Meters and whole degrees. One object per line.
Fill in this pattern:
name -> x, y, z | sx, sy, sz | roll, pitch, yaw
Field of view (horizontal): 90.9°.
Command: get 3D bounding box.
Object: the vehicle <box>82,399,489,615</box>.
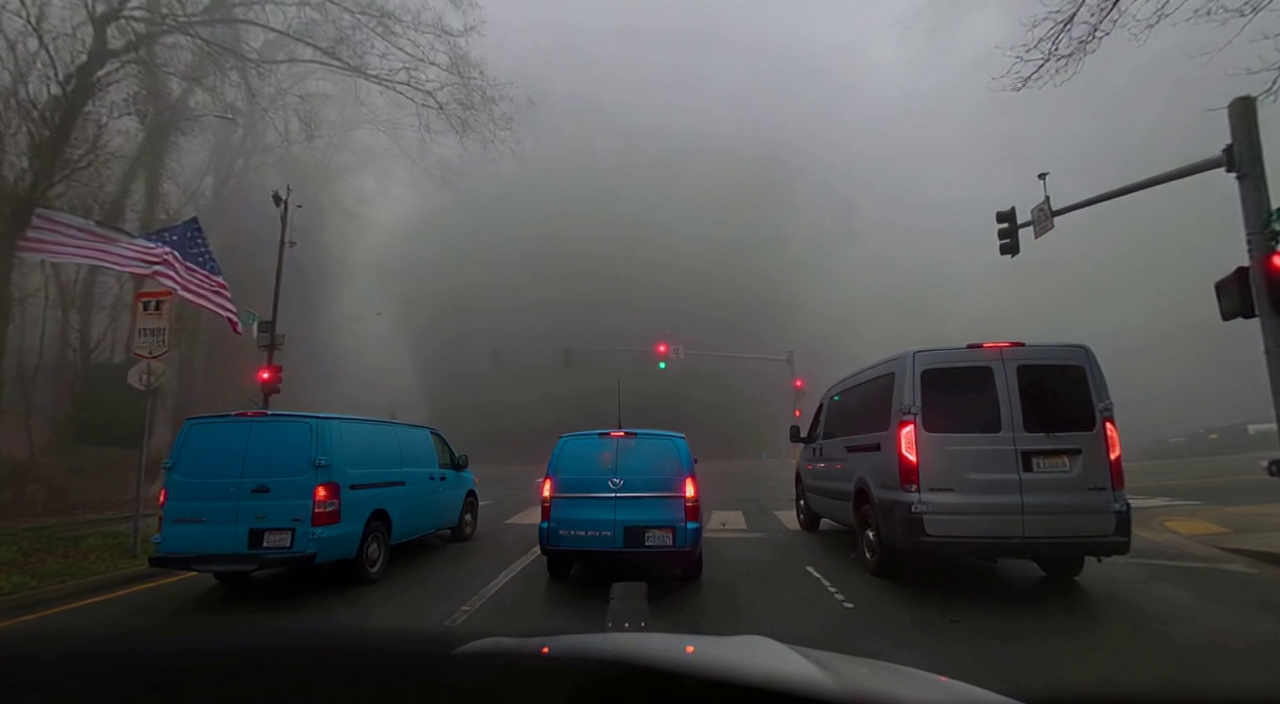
vehicle -> -3.303, 1.520, 7.042 | 2.024, 1.677, 3.998 | -1, -9, 3

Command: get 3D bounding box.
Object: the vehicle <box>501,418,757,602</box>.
vehicle -> -0.139, 1.616, 7.325 | 2.098, 1.494, 4.118 | 0, -9, -1

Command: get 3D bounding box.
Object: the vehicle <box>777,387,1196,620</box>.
vehicle -> 3.091, 1.467, 7.019 | 2.178, 1.746, 4.400 | 0, -9, 1
